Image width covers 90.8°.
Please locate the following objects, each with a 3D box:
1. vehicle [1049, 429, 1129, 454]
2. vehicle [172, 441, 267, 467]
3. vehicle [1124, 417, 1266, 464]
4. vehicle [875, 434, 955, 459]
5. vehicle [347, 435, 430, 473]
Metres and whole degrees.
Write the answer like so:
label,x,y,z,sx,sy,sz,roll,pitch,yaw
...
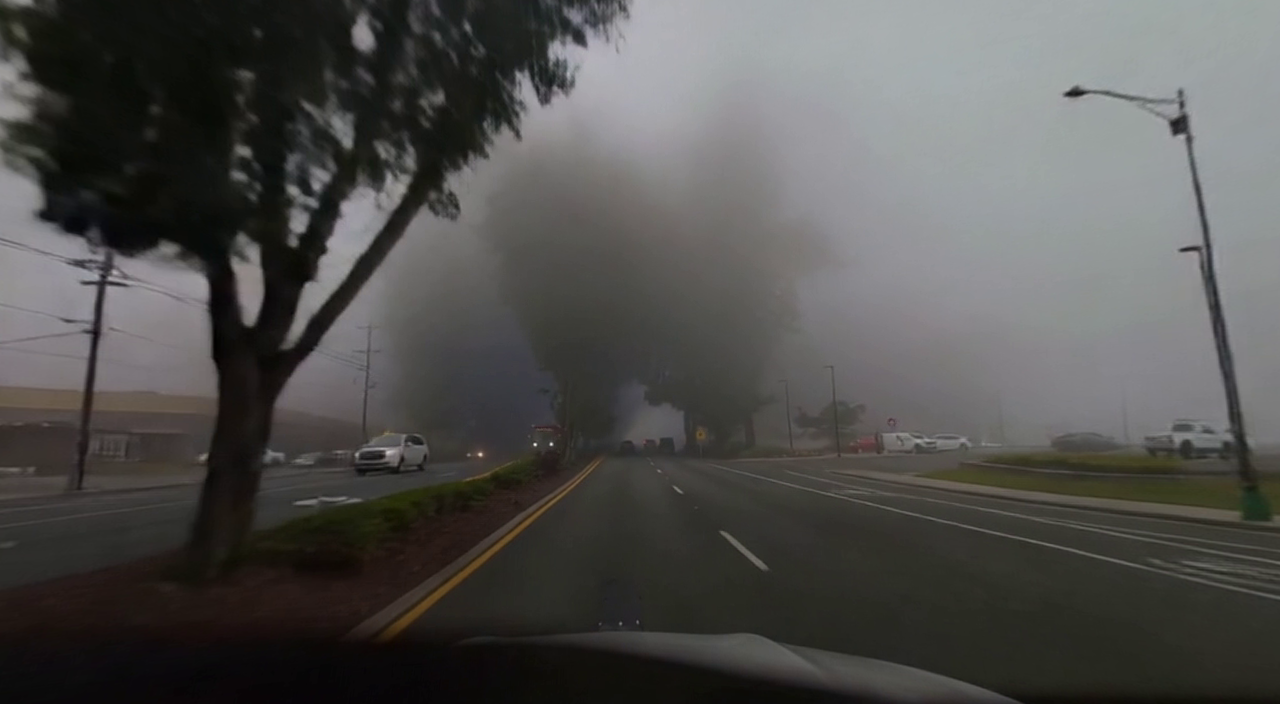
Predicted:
label,x,y,z,sx,sy,sz,roll,pitch,yaw
vehicle,32.888,6.580,46.457,2.083,1.716,5.134,0,-8,0
vehicle,-28.808,7.019,43.404,4.886,1.698,2.224,0,-8,-3
vehicle,24.674,4.023,28.405,2.136,1.872,4.695,-1,-9,2
vehicle,17.848,6.176,41.131,4.264,1.428,1.822,-3,-9,4
vehicle,-12.823,5.222,32.644,2.057,1.795,5.300,0,-8,1
